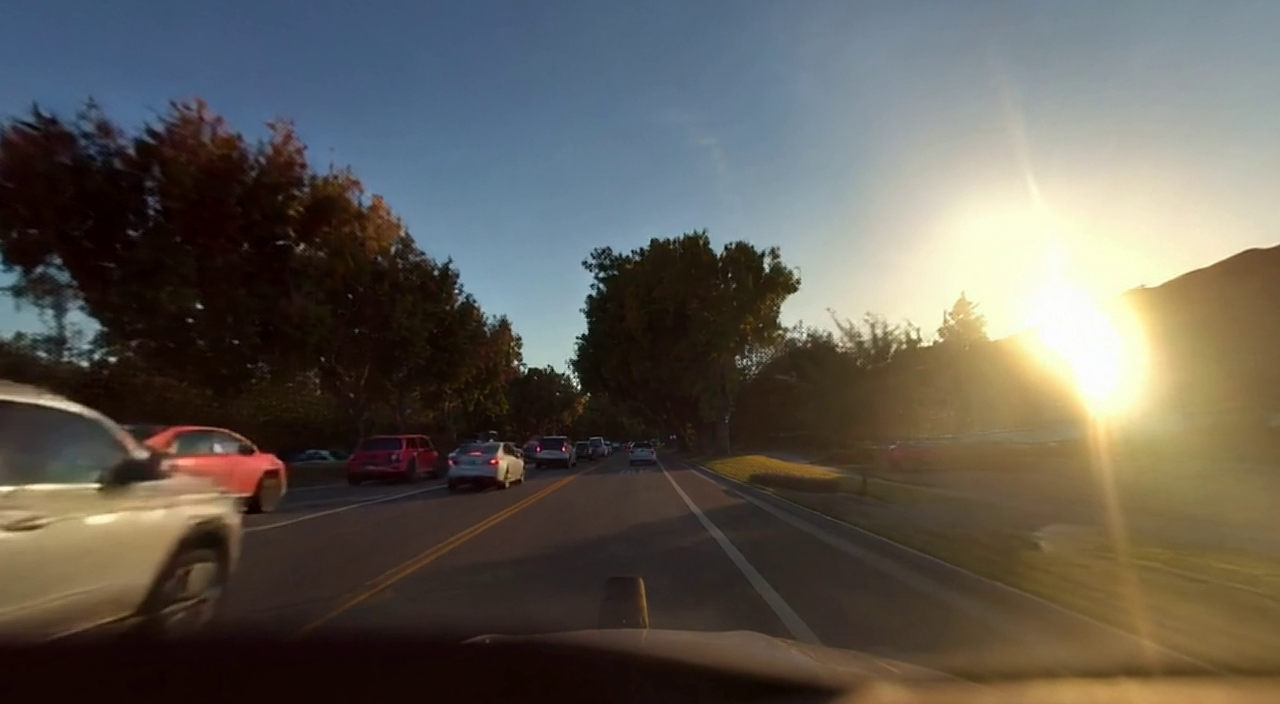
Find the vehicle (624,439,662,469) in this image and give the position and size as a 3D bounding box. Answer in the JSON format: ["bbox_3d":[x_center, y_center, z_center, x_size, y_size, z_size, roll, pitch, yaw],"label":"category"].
[{"bbox_3d":[0.157,5.362,33.204,1.875,1.453,3.888,0,-8,0],"label":"vehicle"}]

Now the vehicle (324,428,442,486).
[{"bbox_3d":[-8.369,3.456,21.055,1.959,1.668,4.557,0,-8,1],"label":"vehicle"}]

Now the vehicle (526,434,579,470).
[{"bbox_3d":[-4.480,5.215,33.099,2.042,1.713,4.493,-1,-8,2],"label":"vehicle"}]

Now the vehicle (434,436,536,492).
[{"bbox_3d":[-4.520,3.317,19.084,2.068,1.480,4.039,0,-8,0],"label":"vehicle"}]

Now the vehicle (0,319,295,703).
[{"bbox_3d":[-4.013,0.754,2.585,2.242,1.852,5.201,0,-8,0],"label":"vehicle"}]
